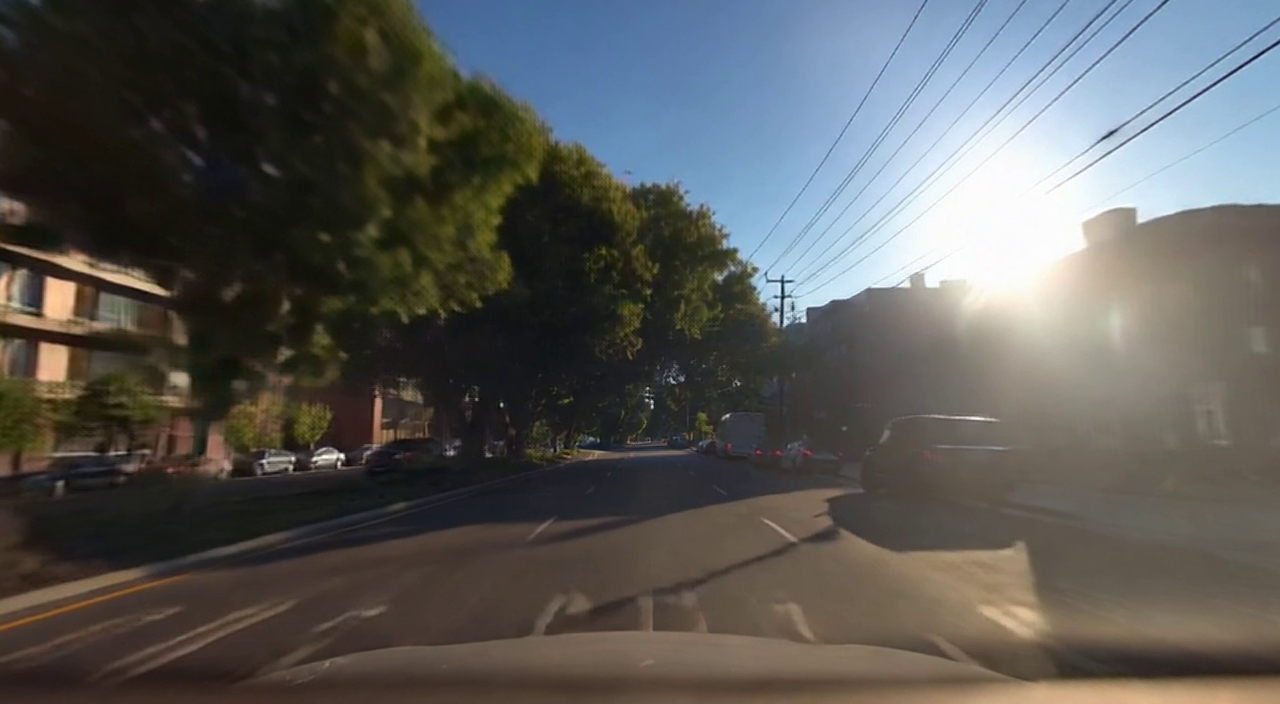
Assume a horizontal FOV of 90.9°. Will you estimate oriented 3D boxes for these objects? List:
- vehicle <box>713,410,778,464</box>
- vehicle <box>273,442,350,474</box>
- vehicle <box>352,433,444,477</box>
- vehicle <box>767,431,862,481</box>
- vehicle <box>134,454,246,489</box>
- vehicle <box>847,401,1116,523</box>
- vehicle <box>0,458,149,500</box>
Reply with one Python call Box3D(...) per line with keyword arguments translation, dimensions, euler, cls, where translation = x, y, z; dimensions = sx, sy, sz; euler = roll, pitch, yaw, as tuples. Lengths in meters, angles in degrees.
Box3D(translation=(7.081, 6.011, 43.744), dimensions=(2.761, 3.342, 8.958), euler=(0, -9, -1), cls="vehicle")
Box3D(translation=(-22.050, 7.243, 42.597), dimensions=(2.327, 2.006, 5.039), euler=(0, -11, 1), cls="vehicle")
Box3D(translation=(-11.894, 5.091, 31.430), dimensions=(2.418, 1.978, 5.196), euler=(0, -8, 1), cls="vehicle")
Box3D(translation=(7.086, 4.301, 26.313), dimensions=(2.258, 1.845, 5.381), euler=(0, -8, -2), cls="vehicle")
Box3D(translation=(-22.160, 5.874, 31.323), dimensions=(1.778, 1.533, 4.967), euler=(0, -8, 2), cls="vehicle")
Box3D(translation=(6.865, 2.333, 13.910), dimensions=(2.563, 2.090, 6.077), euler=(0, -8, 1), cls="vehicle")
Box3D(translation=(-22.277, 4.975, 24.983), dimensions=(1.907, 1.404, 4.413), euler=(0, -8, 2), cls="vehicle")
